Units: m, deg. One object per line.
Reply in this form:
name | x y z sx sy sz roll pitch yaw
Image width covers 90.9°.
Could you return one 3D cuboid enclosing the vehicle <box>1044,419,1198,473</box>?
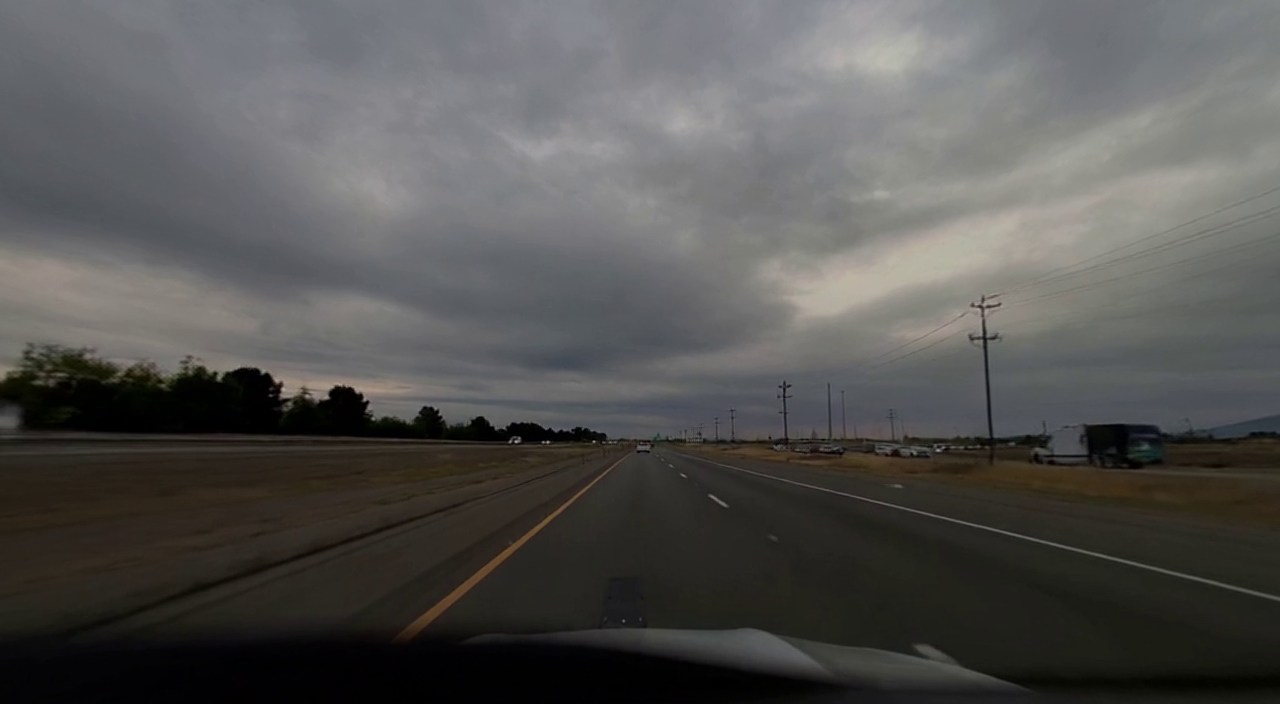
vehicle | 33.064 6.572 44.011 3.584 3.354 8.206 0 -9 -6
